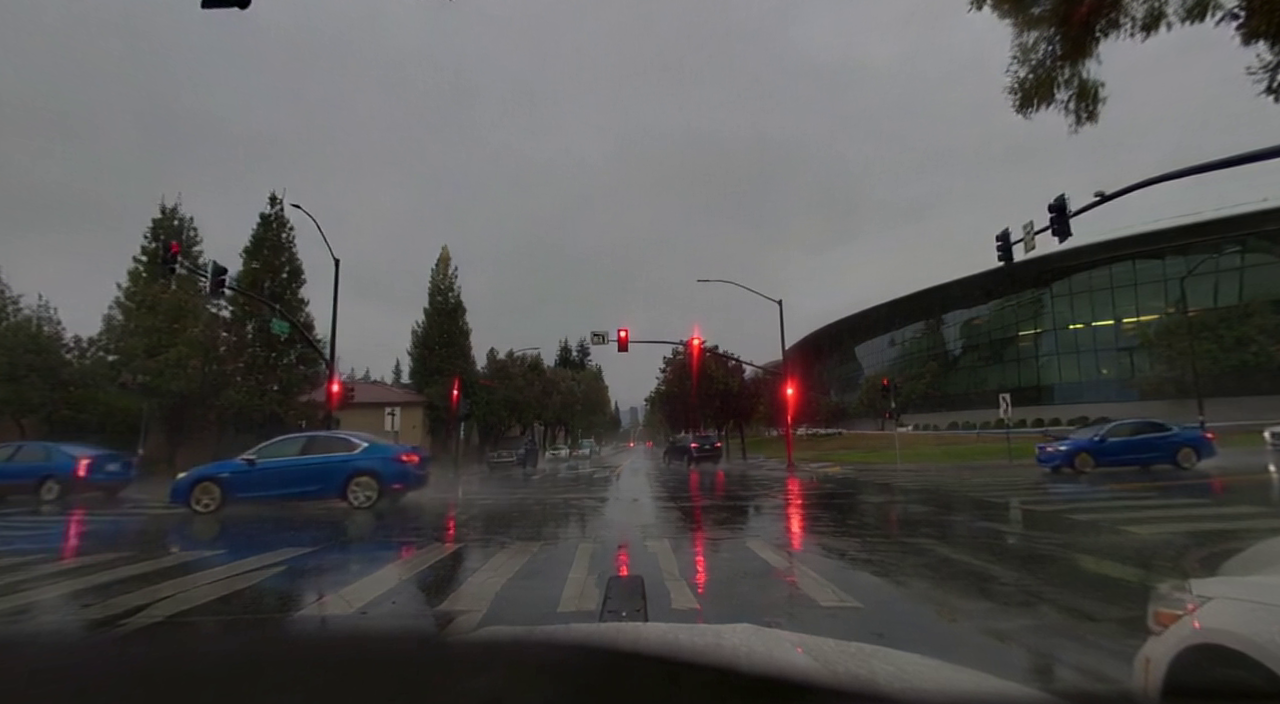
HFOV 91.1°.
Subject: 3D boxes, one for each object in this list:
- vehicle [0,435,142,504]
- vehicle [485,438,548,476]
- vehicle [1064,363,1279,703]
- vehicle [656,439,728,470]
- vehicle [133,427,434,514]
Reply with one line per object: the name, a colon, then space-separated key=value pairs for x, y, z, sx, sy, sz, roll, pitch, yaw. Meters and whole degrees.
vehicle: x=-17.013 y=3.230 z=17.481 sx=4.565 sy=1.769 sz=1.940 roll=0 pitch=-8 yaw=-1
vehicle: x=-5.959 y=5.087 z=30.800 sx=2.115 sy=1.690 sz=4.322 roll=0 pitch=-8 yaw=1
vehicle: x=2.875 y=0.673 z=0.838 sx=1.947 sy=1.576 sz=3.825 roll=0 pitch=-8 yaw=1
vehicle: x=2.545 y=5.193 z=32.109 sx=2.031 sy=1.442 sz=4.446 roll=3 pitch=-9 yaw=-19
vehicle: x=-7.561 y=2.550 z=13.769 sx=5.369 sy=1.704 sz=1.993 roll=0 pitch=-8 yaw=1
